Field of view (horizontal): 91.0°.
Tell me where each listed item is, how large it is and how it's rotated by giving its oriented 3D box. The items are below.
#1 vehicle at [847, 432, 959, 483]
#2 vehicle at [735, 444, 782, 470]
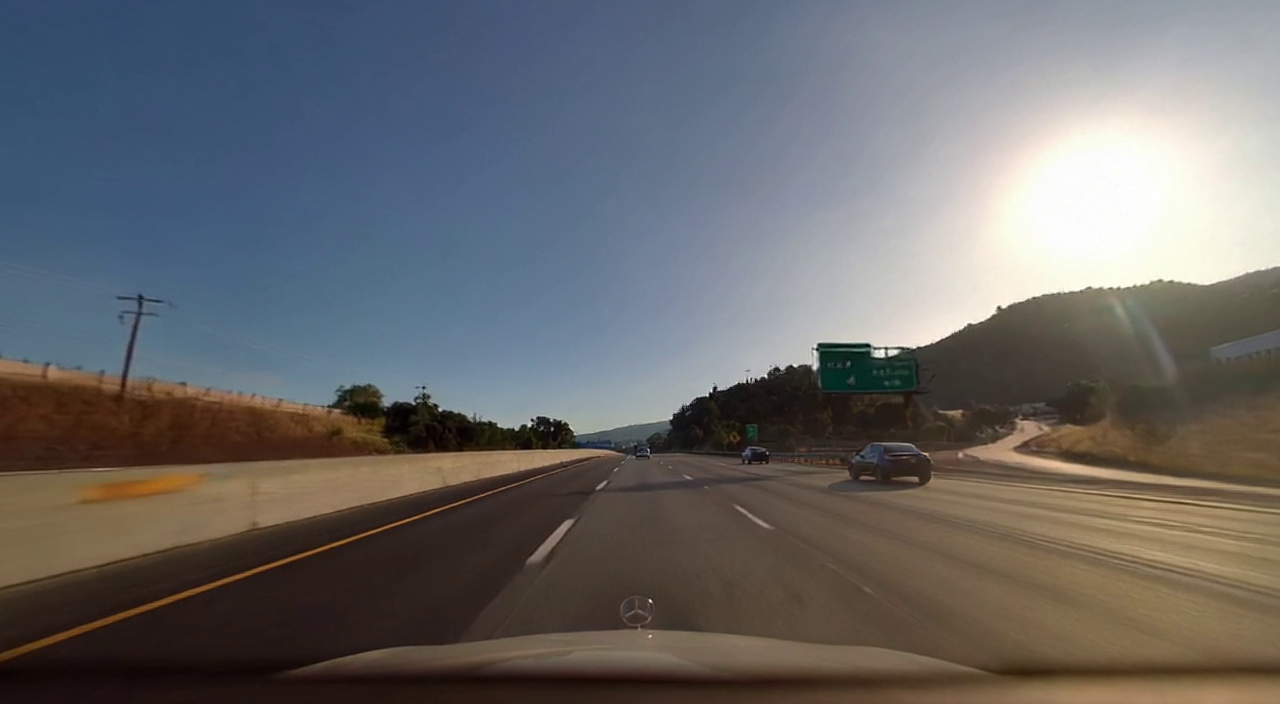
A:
[{"bbox_3d":[11.058,4.488,27.087,2.387,1.936,5.646,0,-9,0],"label":"vehicle"},{"bbox_3d":[7.436,6.608,39.877,2.053,1.553,4.463,0,-9,0],"label":"vehicle"}]
